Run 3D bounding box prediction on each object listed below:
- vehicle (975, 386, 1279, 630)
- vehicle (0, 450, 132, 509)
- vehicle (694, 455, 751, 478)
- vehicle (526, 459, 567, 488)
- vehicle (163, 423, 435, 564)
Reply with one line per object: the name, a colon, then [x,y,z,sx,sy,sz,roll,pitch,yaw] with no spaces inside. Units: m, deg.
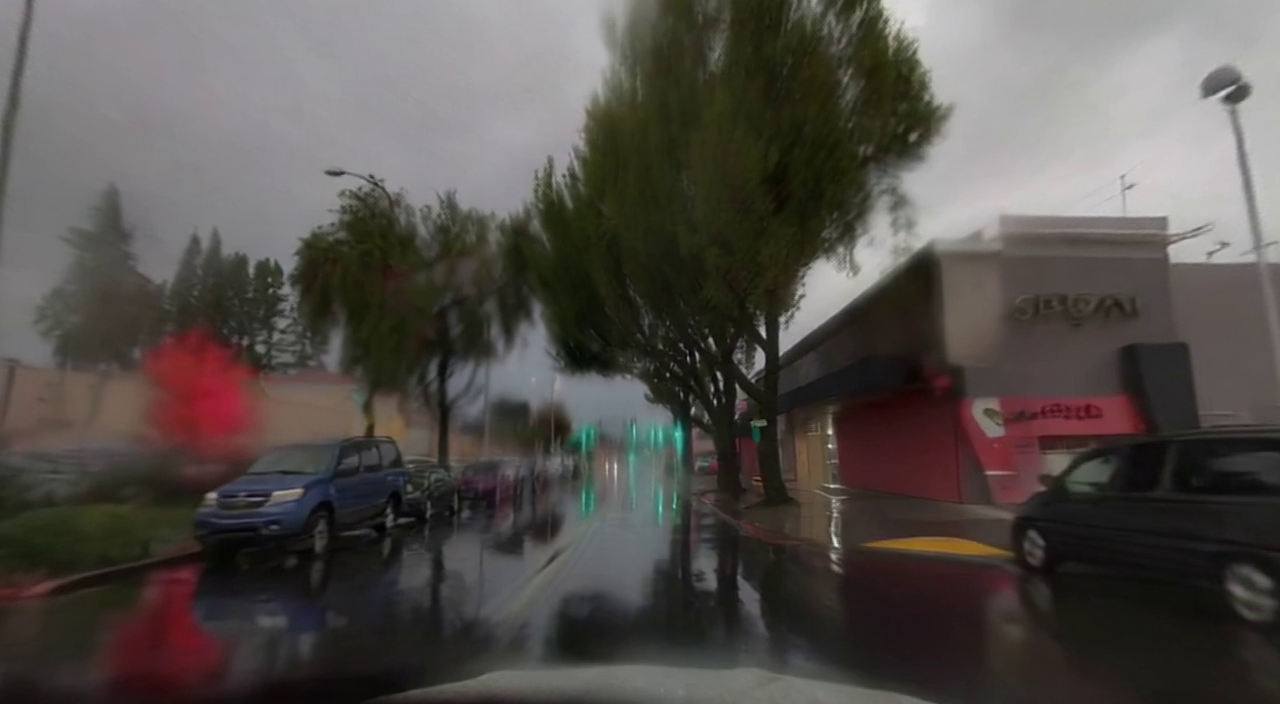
vehicle: [5.724,1.470,6.297,2.054,1.779,4.650,1,-11,-1]
vehicle: [-16.548,3.488,17.353,3.578,1.455,1.734,-2,-9,1]
vehicle: [6.451,9.024,49.481,4.193,1.665,1.924,1,-11,-1]
vehicle: [-5.705,7.530,39.086,1.832,1.623,4.424,1,-11,0]
vehicle: [-5.843,2.567,11.959,2.196,2.001,5.548,1,-11,-3]
